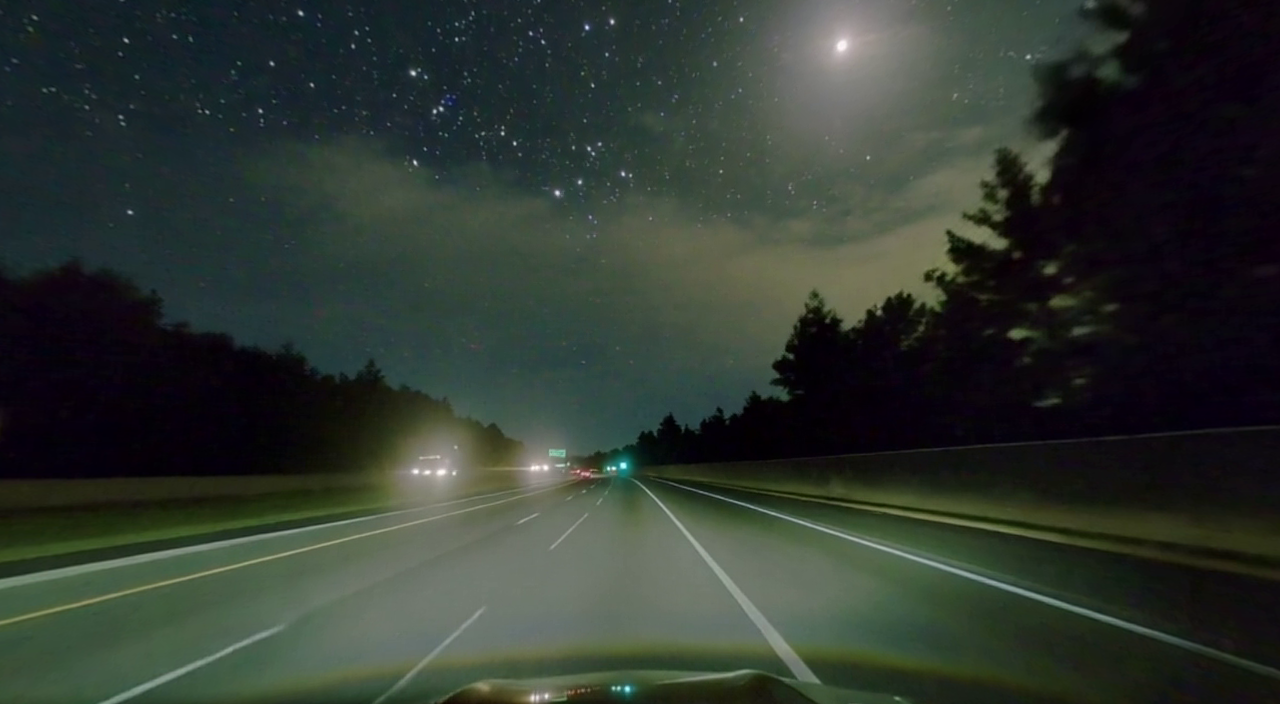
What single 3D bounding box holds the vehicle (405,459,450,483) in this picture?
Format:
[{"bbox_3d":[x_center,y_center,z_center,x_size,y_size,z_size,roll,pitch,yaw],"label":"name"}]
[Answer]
[{"bbox_3d":[-14.767,8.321,44.003,1.805,1.522,3.979,1,-11,-1],"label":"vehicle"}]
